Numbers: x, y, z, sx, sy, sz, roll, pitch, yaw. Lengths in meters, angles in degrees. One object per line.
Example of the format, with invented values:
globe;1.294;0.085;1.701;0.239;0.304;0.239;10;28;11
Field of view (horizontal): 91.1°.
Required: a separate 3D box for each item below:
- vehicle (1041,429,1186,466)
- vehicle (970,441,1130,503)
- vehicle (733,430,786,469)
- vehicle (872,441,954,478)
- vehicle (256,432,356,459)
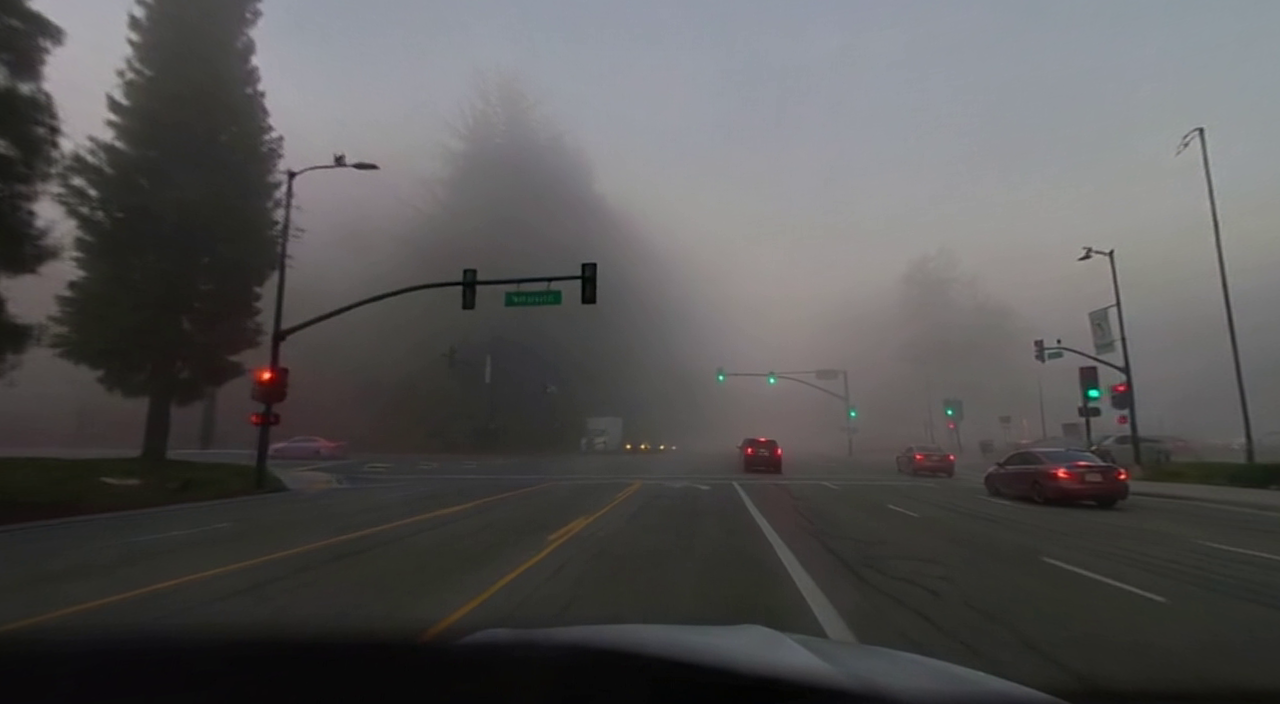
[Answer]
vehicle;27.105;5.512;36.161;6.170;1.978;2.399;0;-10;5
vehicle;11.198;3.270;17.584;1.896;1.463;4.296;0;-8;5
vehicle;5.977;4.943;31.906;2.203;1.801;4.331;0;-8;5
vehicle;11.834;4.653;27.534;1.860;1.460;4.379;0;-8;4
vehicle;-19.838;5.558;37.431;4.856;1.528;2.053;0;-9;6
